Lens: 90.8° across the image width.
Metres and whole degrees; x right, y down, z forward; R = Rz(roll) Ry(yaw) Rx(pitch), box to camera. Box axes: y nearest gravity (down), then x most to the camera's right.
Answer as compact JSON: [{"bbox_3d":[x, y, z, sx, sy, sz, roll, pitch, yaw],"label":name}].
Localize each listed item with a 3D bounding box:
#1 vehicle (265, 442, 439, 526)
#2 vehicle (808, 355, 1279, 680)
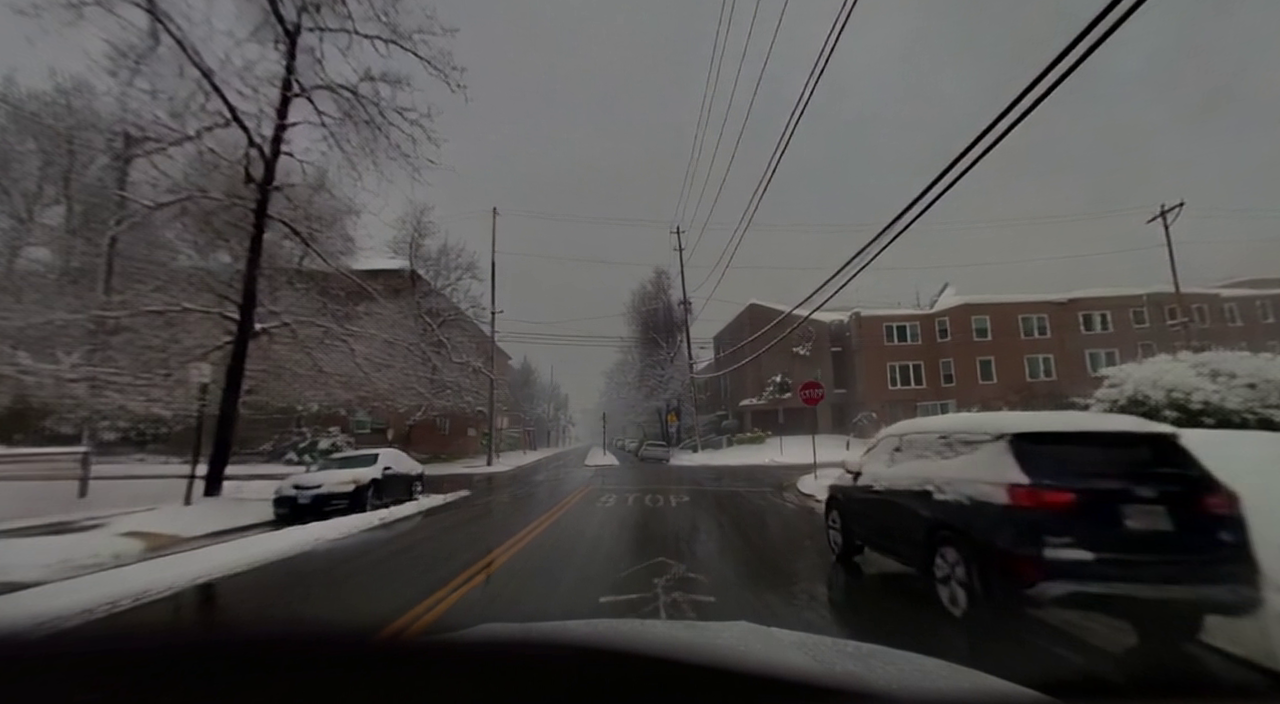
[{"bbox_3d":[-6.411,2.934,14.741,1.922,1.505,4.502,-4,-8,1],"label":"vehicle"},{"bbox_3d":[3.582,1.425,6.518,2.300,1.913,4.896,5,-8,0],"label":"vehicle"}]
